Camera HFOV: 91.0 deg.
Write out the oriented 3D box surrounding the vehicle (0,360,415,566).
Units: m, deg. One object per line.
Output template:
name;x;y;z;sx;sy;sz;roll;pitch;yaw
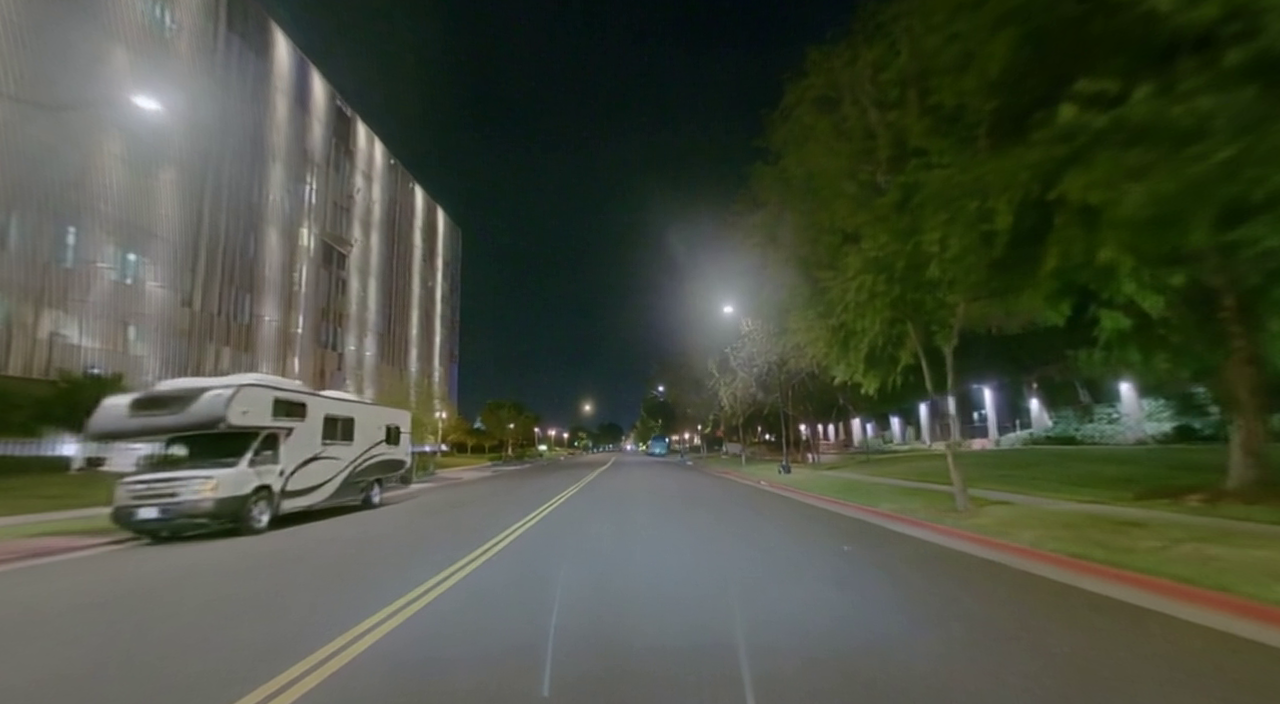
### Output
vehicle;-7.407;2.019;12.610;3.108;2.771;7.999;0;-7;-2
